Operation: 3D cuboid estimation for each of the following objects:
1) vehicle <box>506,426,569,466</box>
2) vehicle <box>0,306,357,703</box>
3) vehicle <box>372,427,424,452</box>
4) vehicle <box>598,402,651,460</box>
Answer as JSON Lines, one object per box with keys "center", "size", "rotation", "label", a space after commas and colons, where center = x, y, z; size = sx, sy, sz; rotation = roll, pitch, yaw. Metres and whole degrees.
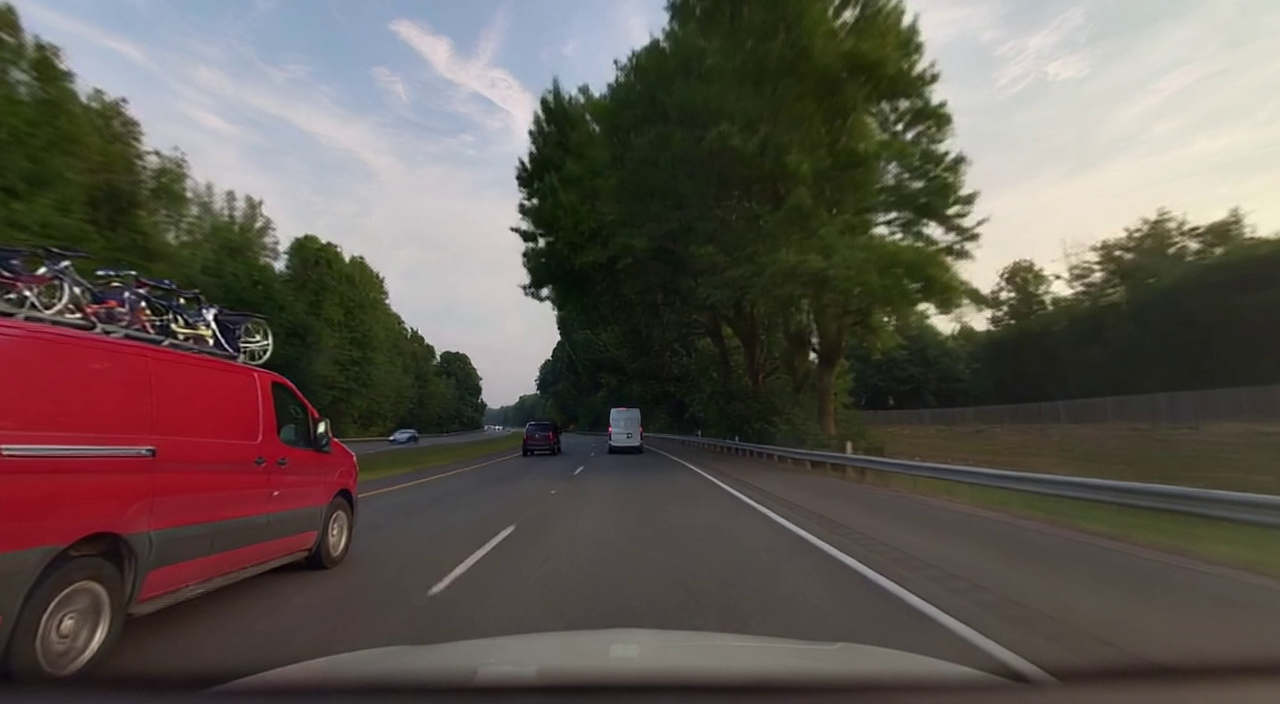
{"center": [-4.434, 4.139, 28.041], "size": [2.110, 1.636, 4.453], "rotation": [0, -8, -1], "label": "vehicle"}
{"center": [-3.672, 0.830, 3.545], "size": [2.069, 1.751, 4.720], "rotation": [0, -8, -2], "label": "vehicle"}
{"center": [-17.417, 6.331, 45.631], "size": [1.896, 1.674, 4.911], "rotation": [0, -8, -1], "label": "vehicle"}
{"center": [-0.905, 4.380, 34.710], "size": [2.647, 2.896, 6.480], "rotation": [0, -8, -2], "label": "vehicle"}
